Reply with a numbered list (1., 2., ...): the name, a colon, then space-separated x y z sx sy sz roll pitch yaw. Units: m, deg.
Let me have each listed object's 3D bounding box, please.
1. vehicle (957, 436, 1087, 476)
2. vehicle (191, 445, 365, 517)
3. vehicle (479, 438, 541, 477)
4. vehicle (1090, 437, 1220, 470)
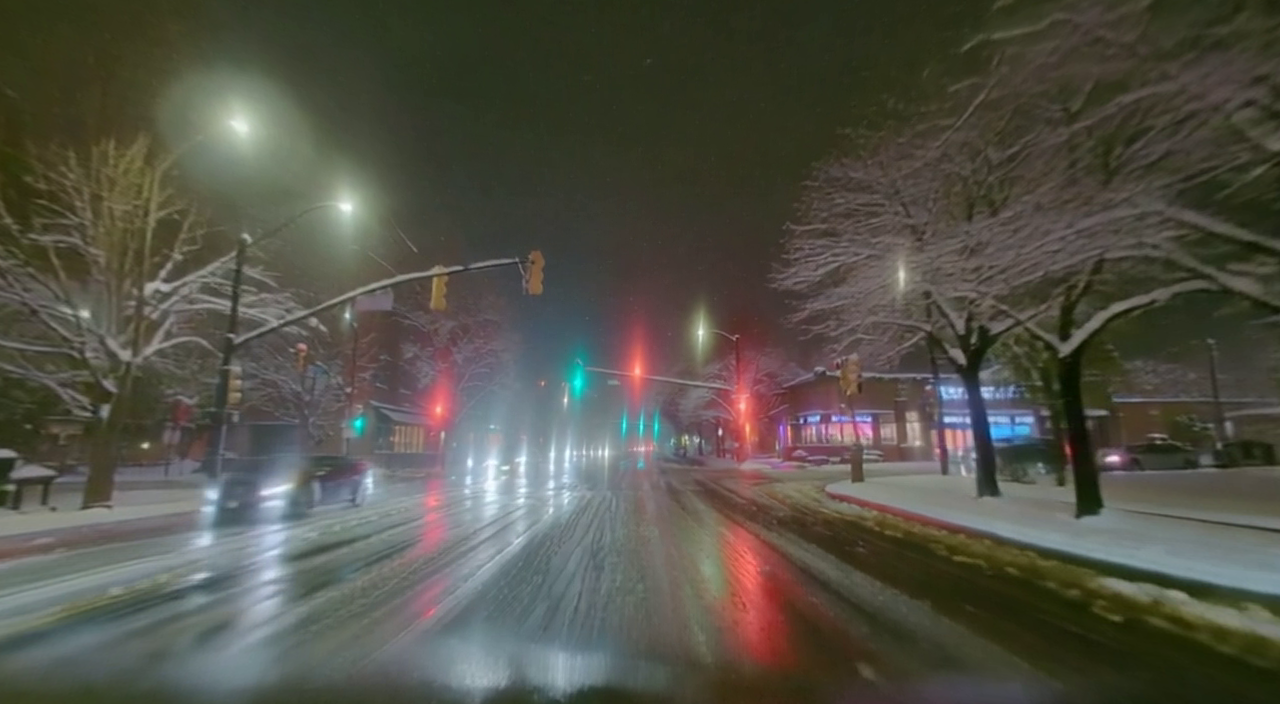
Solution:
1. vehicle: 16.583 4.527 27.528 4.299 1.679 2.011 0 -9 0
2. vehicle: -8.807 3.130 15.811 1.978 1.561 3.907 0 -9 1
3. vehicle: -6.266 5.125 30.807 2.041 1.756 4.392 0 -9 1
4. vehicle: 24.754 4.877 30.422 4.503 1.472 2.032 0 -9 -2
